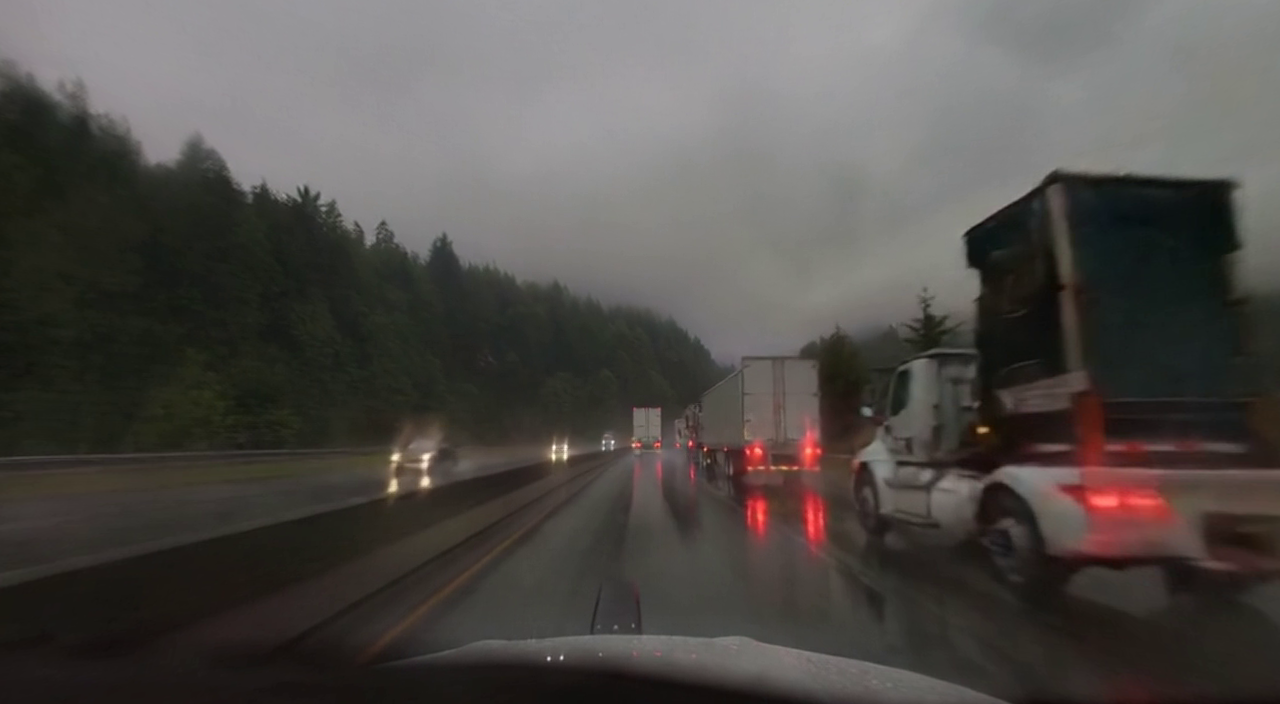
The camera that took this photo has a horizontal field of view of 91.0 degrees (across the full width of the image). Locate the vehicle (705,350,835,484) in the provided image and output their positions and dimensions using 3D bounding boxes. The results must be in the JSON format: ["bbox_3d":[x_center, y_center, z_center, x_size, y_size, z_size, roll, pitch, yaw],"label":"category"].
[{"bbox_3d":[4.388,2.537,23.410,2.860,4.036,8.586,0,-8,0],"label":"vehicle"}]

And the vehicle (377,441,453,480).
[{"bbox_3d":[-8.968,4.319,25.379,1.760,1.444,3.422,-1,-8,0],"label":"vehicle"}]

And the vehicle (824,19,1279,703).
[{"bbox_3d":[4.440,0.354,6.423,2.956,3.604,6.277,0,-8,-2],"label":"vehicle"}]

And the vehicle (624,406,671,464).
[{"bbox_3d":[0.457,5.233,39.548,2.644,3.247,7.454,-1,-8,0],"label":"vehicle"}]

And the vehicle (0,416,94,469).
[{"bbox_3d":[-45.976,6.735,46.662,3.089,3.565,9.834,0,-8,-7],"label":"vehicle"}]
